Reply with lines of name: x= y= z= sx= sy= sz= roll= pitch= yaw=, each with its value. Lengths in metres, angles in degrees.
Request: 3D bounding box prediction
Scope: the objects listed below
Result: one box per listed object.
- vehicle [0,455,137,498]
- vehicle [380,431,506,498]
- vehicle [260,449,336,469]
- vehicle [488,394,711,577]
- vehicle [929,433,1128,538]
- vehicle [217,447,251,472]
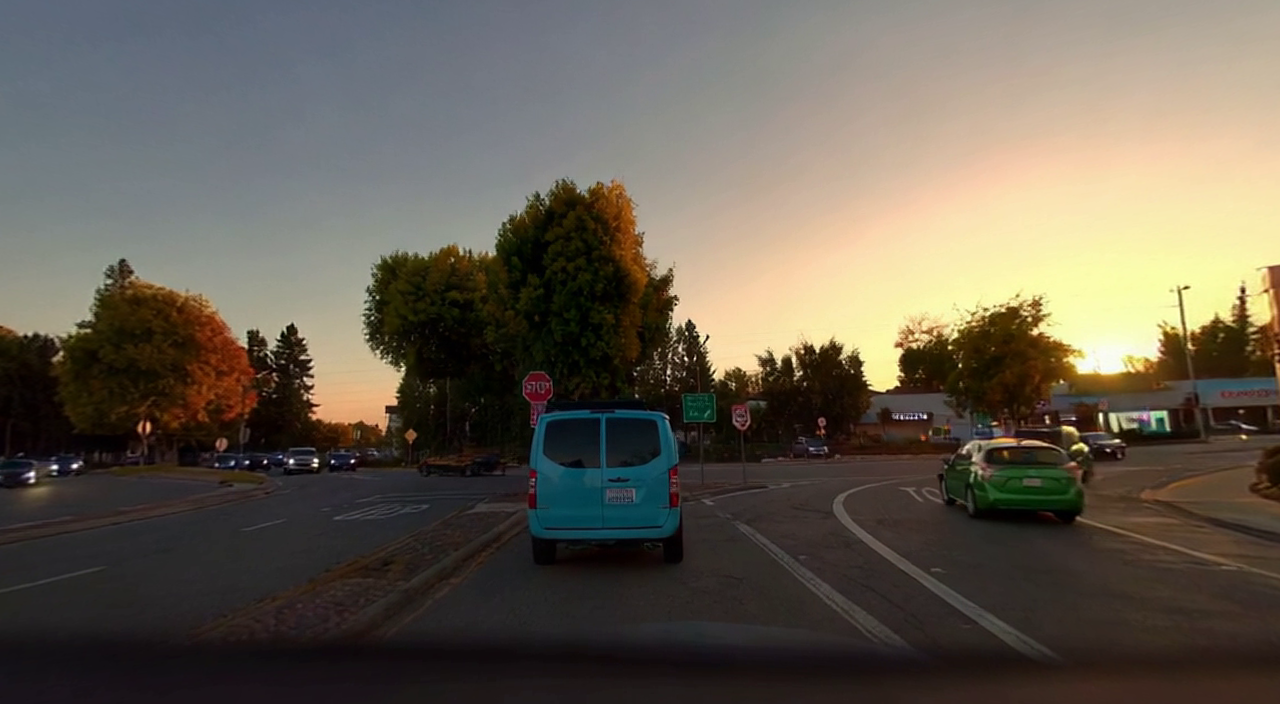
vehicle: x=-21.445 y=4.536 z=23.383 sx=2.038 sy=1.392 sz=4.362 roll=0 pitch=-9 yaw=0
vehicle: x=-5.658 y=3.302 z=18.878 sx=1.985 sy=1.710 sz=4.651 roll=-1 pitch=-9 yaw=4
vehicle: x=-26.185 y=8.195 z=48.523 sx=4.670 sy=1.472 sz=1.851 roll=1 pitch=-9 yaw=-8
vehicle: x=-0.338 y=1.689 z=8.707 sx=2.237 sy=1.828 sz=4.546 roll=0 pitch=-9 yaw=2
vehicle: x=6.869 y=2.342 z=11.851 sx=2.079 sy=1.504 sz=4.828 roll=-3 pitch=-9 yaw=19
vehicle: x=-29.941 y=7.889 z=46.631 sx=1.913 sy=1.682 sz=4.120 roll=5 pitch=-10 yaw=-31
